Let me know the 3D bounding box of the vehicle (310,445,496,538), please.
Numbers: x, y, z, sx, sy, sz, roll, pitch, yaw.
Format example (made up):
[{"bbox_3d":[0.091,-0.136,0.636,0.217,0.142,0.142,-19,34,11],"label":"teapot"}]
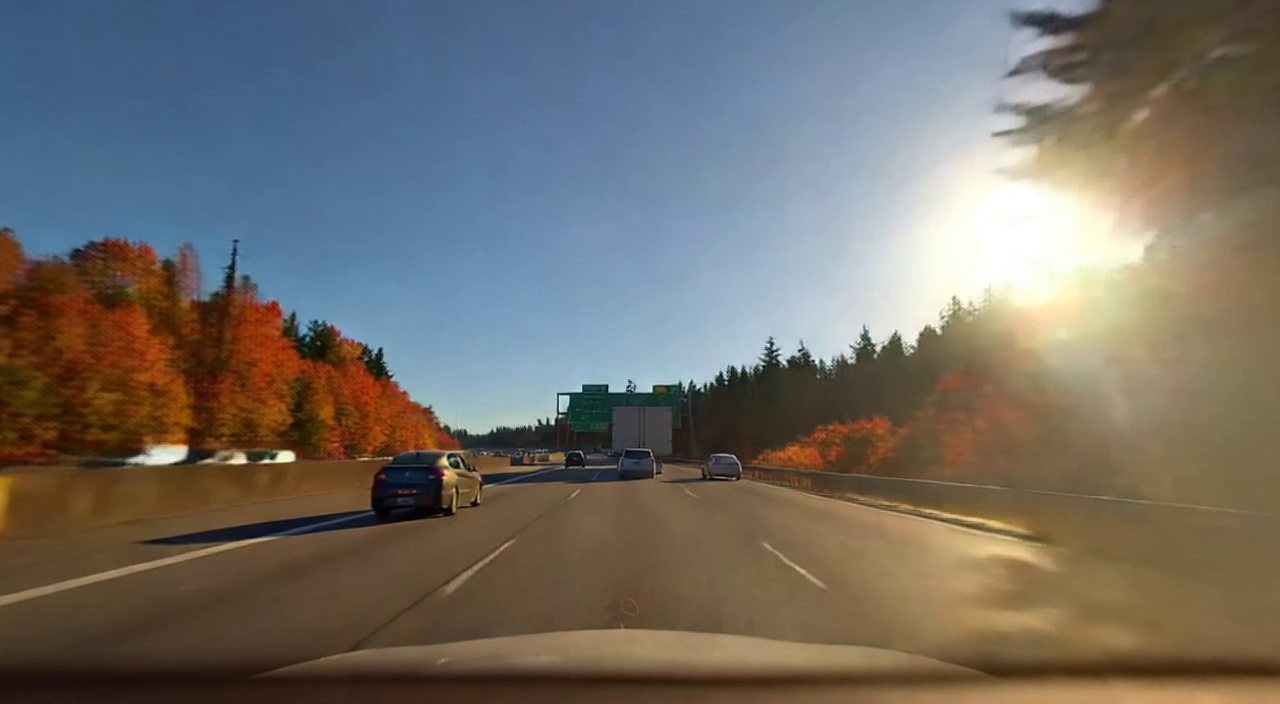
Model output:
[{"bbox_3d":[-4.306,2.575,12.214,2.017,1.469,4.113,0,-9,0],"label":"vehicle"}]

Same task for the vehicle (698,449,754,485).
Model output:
[{"bbox_3d":[4.102,5.535,30.524,2.035,1.571,4.413,0,-9,-1],"label":"vehicle"}]

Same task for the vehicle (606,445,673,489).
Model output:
[{"bbox_3d":[-0.041,4.891,26.956,2.634,1.679,4.070,0,-9,-1],"label":"vehicle"}]

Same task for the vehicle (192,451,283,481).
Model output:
[{"bbox_3d":[-22.418,6.339,35.144,2.012,1.564,4.573,0,-9,0],"label":"vehicle"}]

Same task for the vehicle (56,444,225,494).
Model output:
[{"bbox_3d":[-18.342,4.296,23.445,2.186,1.631,4.951,0,-9,1],"label":"vehicle"}]

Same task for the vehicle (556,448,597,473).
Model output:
[{"bbox_3d":[-4.619,7.972,46.211,2.545,1.679,4.267,0,-9,0],"label":"vehicle"}]
